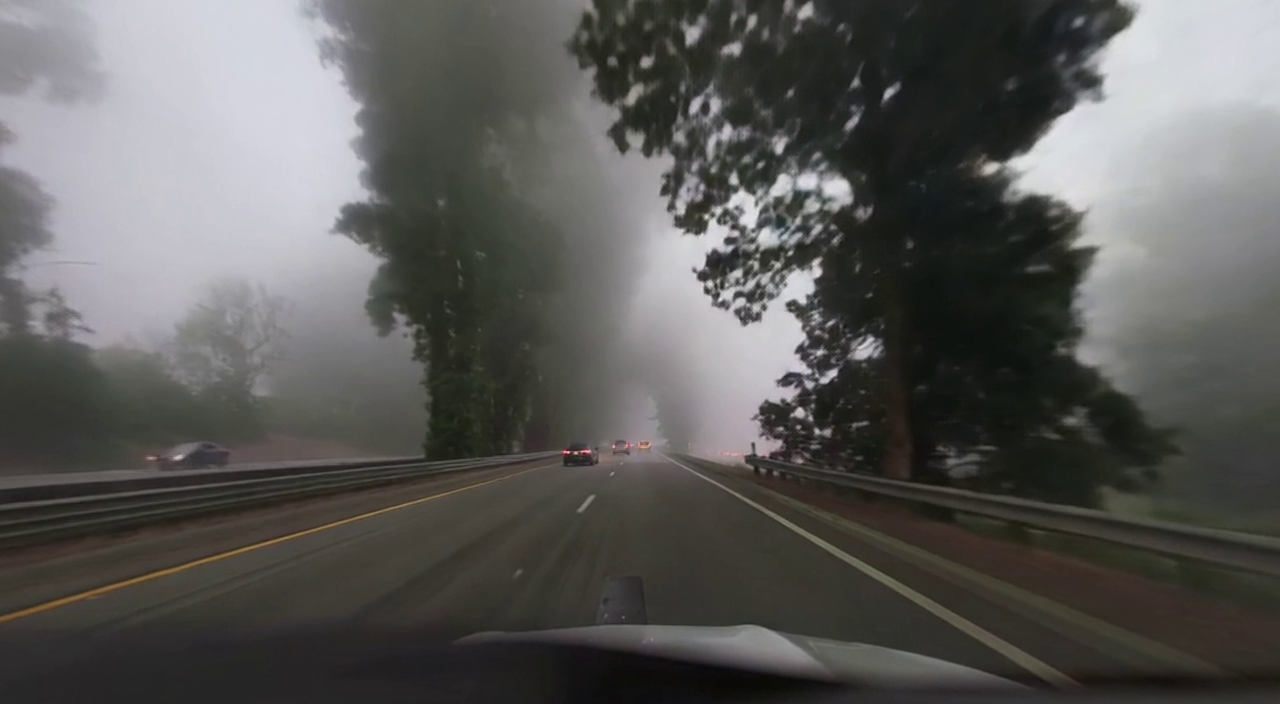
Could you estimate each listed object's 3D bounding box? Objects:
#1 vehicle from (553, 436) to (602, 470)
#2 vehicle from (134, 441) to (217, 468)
[{"bbox_3d":[-3.058,5.052,31.633,2.025,1.571,3.662,0,-9,1],"label":"vehicle"},{"bbox_3d":[-32.156,7.078,43.876,1.901,1.713,5.070,-1,-7,0],"label":"vehicle"}]
